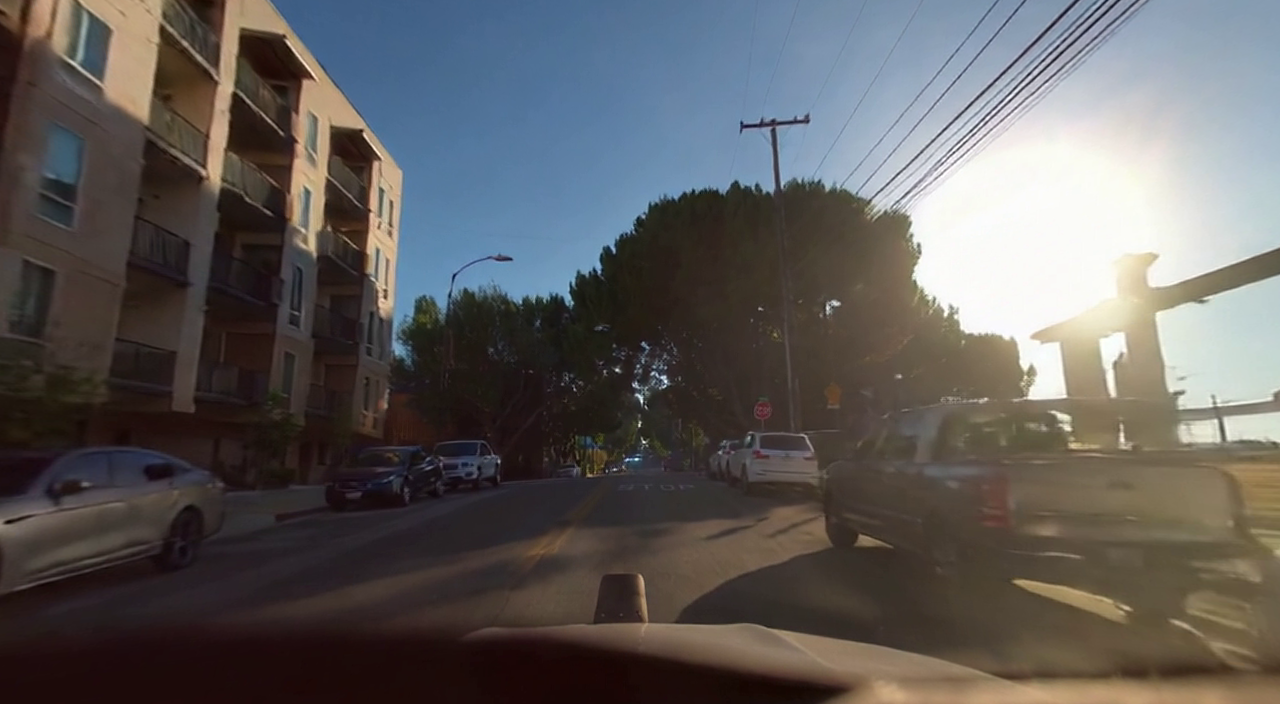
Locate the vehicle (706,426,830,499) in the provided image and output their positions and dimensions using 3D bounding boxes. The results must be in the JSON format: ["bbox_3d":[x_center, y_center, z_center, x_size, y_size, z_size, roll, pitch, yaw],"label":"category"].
[{"bbox_3d":[3.294,2.965,17.373,2.154,1.699,4.591,0,-8,-4],"label":"vehicle"}]

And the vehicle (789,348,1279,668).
[{"bbox_3d":[3.294,1.288,6.416,2.082,1.902,5.122,0,-8,-3],"label":"vehicle"}]

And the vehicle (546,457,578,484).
[{"bbox_3d":[-5.946,9.103,48.777,1.987,1.662,4.141,-2,-7,-1],"label":"vehicle"}]

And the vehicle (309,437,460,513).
[{"bbox_3d":[-6.355,3.075,16.365,2.069,1.647,4.359,-1,-8,0],"label":"vehicle"}]

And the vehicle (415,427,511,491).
[{"bbox_3d":[-6.120,3.845,22.545,2.076,1.913,5.060,-2,-10,-1],"label":"vehicle"}]

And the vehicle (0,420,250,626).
[{"bbox_3d":[-6.337,1.598,6.427,1.947,1.707,4.352,0,-8,0],"label":"vehicle"}]

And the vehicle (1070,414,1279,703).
[{"bbox_3d":[3.592,0.832,1.398,1.925,1.489,4.655,0,-8,-1],"label":"vehicle"}]
